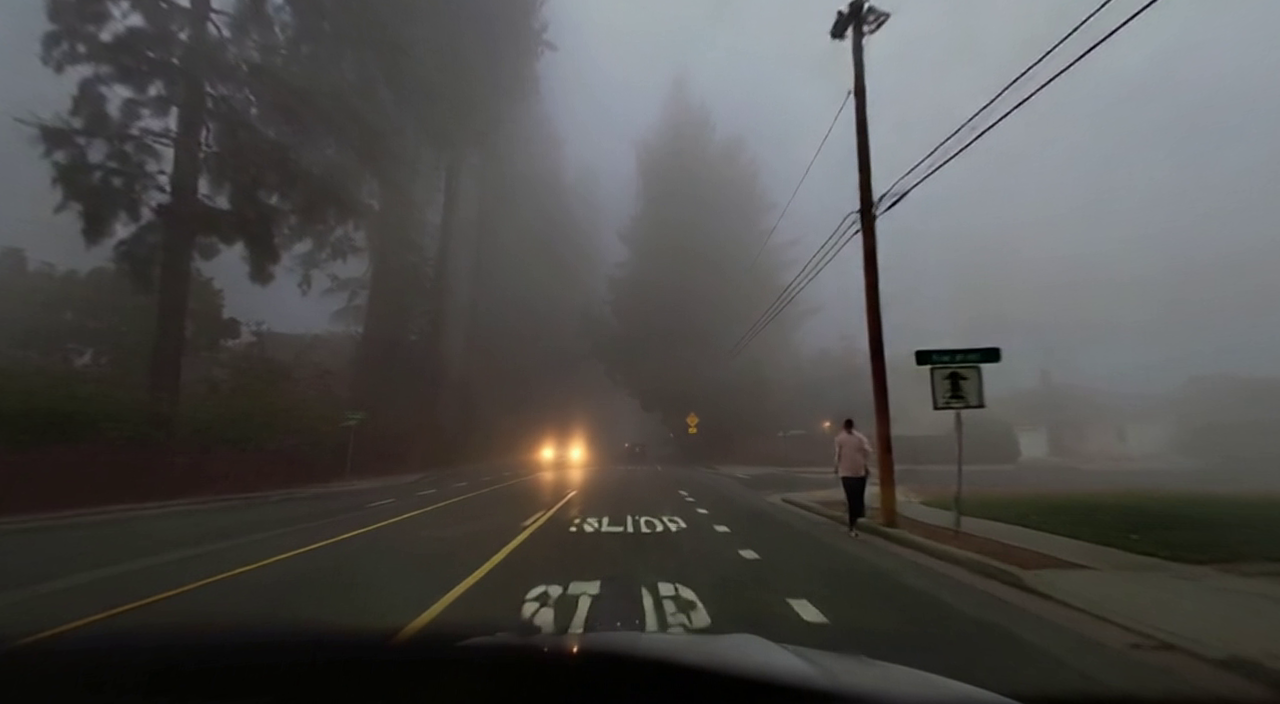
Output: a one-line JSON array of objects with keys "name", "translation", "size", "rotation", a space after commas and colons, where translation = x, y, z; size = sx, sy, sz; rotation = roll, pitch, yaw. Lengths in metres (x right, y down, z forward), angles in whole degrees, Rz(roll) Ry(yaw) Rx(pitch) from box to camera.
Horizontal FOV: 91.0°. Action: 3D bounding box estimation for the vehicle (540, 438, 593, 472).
[{"name": "vehicle", "translation": [-4.013, 5.745, 35.415], "size": [2.267, 1.768, 4.911], "rotation": [0, -9, 1]}]
